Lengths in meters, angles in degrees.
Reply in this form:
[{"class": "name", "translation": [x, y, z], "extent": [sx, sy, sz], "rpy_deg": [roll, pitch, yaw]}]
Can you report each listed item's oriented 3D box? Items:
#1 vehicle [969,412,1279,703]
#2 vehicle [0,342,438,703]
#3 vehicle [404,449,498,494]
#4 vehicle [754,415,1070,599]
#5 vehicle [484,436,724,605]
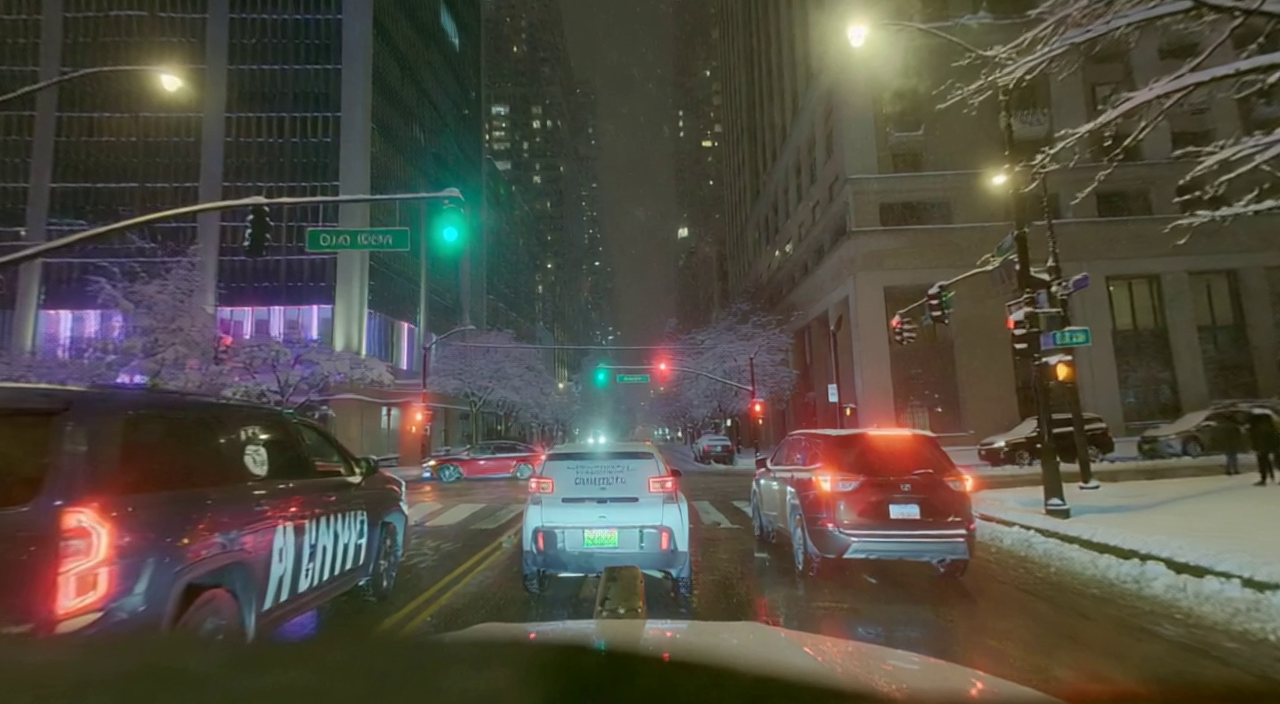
[{"class": "vehicle", "translation": [2.742, 0.804, 1.111], "extent": [1.902, 1.454, 4.540], "rpy_deg": [0, -8, 0]}, {"class": "vehicle", "translation": [-3.619, 1.251, 5.165], "extent": [2.190, 1.840, 5.272], "rpy_deg": [0, -8, 0]}, {"class": "vehicle", "translation": [-7.185, 4.383, 23.683], "extent": [2.114, 1.478, 4.673], "rpy_deg": [5, -10, -32]}, {"class": "vehicle", "translation": [3.029, 1.833, 8.476], "extent": [2.072, 1.735, 4.759], "rpy_deg": [0, -8, 0]}, {"class": "vehicle", "translation": [-0.350, 1.786, 7.661], "extent": [2.092, 1.454, 4.132], "rpy_deg": [0, -8, -1]}]
